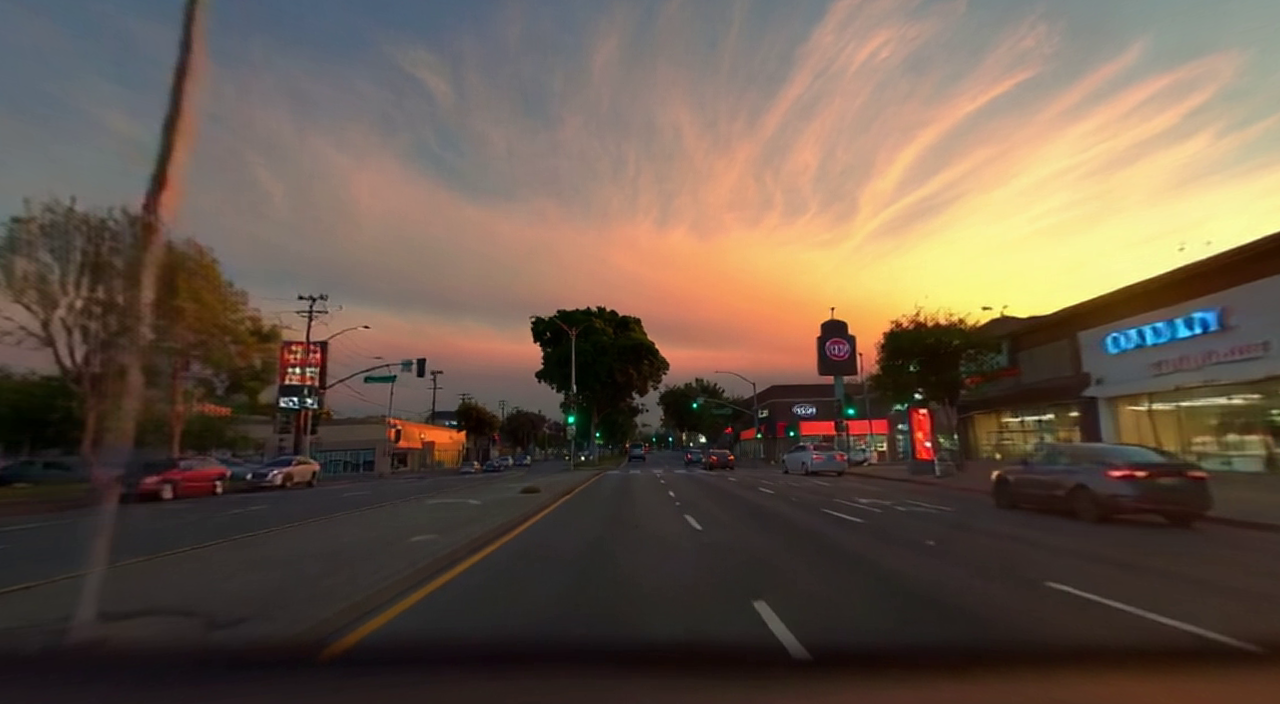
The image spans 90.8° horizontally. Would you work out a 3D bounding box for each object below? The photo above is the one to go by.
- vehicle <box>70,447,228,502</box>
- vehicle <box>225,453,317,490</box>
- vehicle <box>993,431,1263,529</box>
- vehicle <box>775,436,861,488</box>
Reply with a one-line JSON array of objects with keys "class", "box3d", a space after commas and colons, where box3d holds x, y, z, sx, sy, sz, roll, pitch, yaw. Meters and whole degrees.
[{"class": "vehicle", "box3d": [-17.983, 4.531, 23.530, 1.944, 1.794, 4.849, 0, -10, 0]}, {"class": "vehicle", "box3d": [-18.181, 5.881, 31.441, 1.882, 1.645, 4.511, 0, -9, -1]}, {"class": "vehicle", "box3d": [9.852, 2.583, 13.396, 2.019, 1.694, 4.491, 0, -8, -2]}, {"class": "vehicle", "box3d": [6.374, 3.984, 23.225, 1.974, 1.679, 4.611, 0, -8, 2]}]
